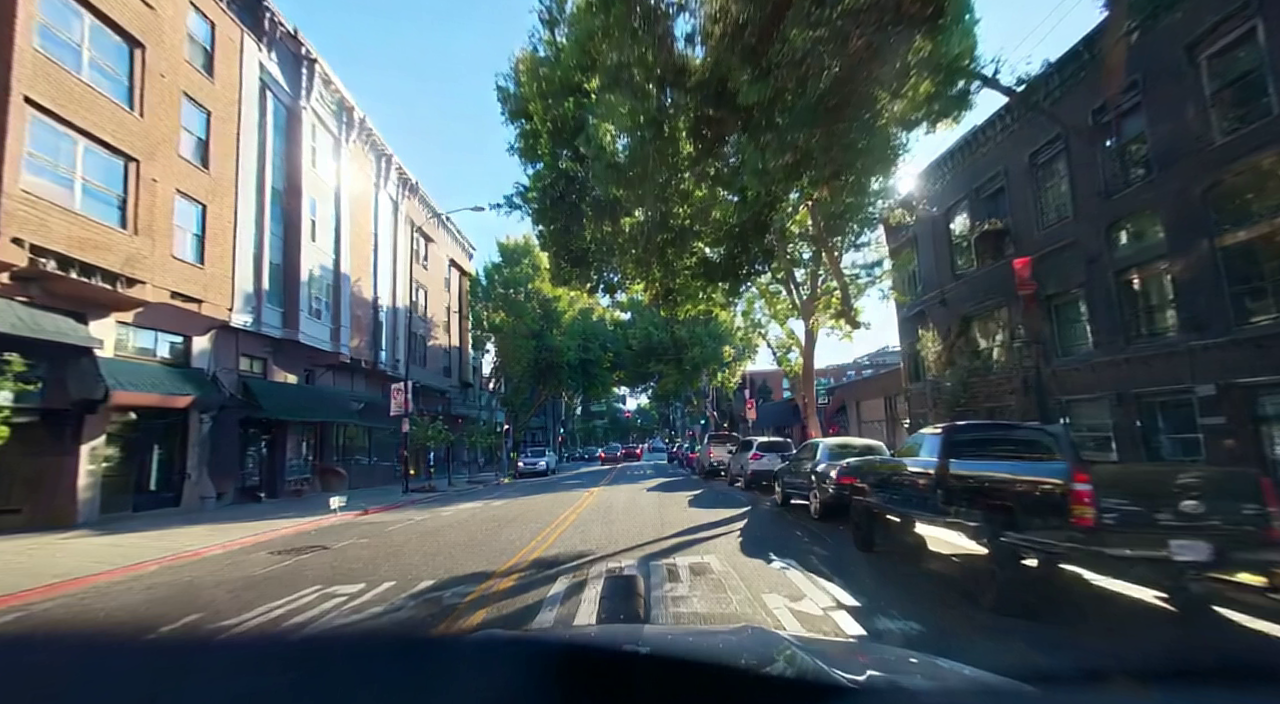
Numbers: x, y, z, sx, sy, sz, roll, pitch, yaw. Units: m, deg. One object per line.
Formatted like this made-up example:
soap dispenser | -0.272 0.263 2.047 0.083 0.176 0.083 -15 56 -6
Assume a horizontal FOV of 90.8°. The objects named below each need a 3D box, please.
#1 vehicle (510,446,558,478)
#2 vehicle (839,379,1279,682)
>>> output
vehicle | -6.385 6.657 38.541 2.013 1.772 4.439 -1 -8 2
vehicle | 3.525 1.297 5.743 1.996 1.642 4.472 0 -8 0
